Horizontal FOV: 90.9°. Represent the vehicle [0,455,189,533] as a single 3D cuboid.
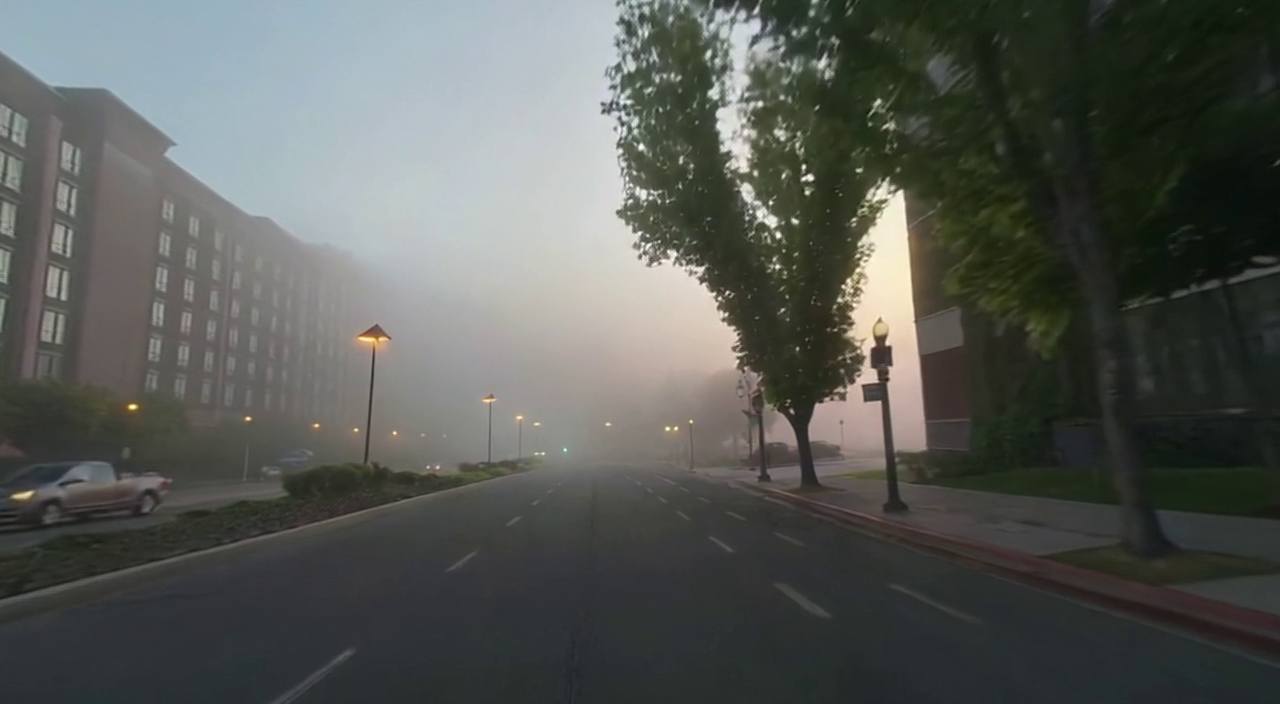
[{"bbox_3d":[-13.506,3.228,14.998,2.179,1.461,4.812,0,-8,-3],"label":"vehicle"}]
